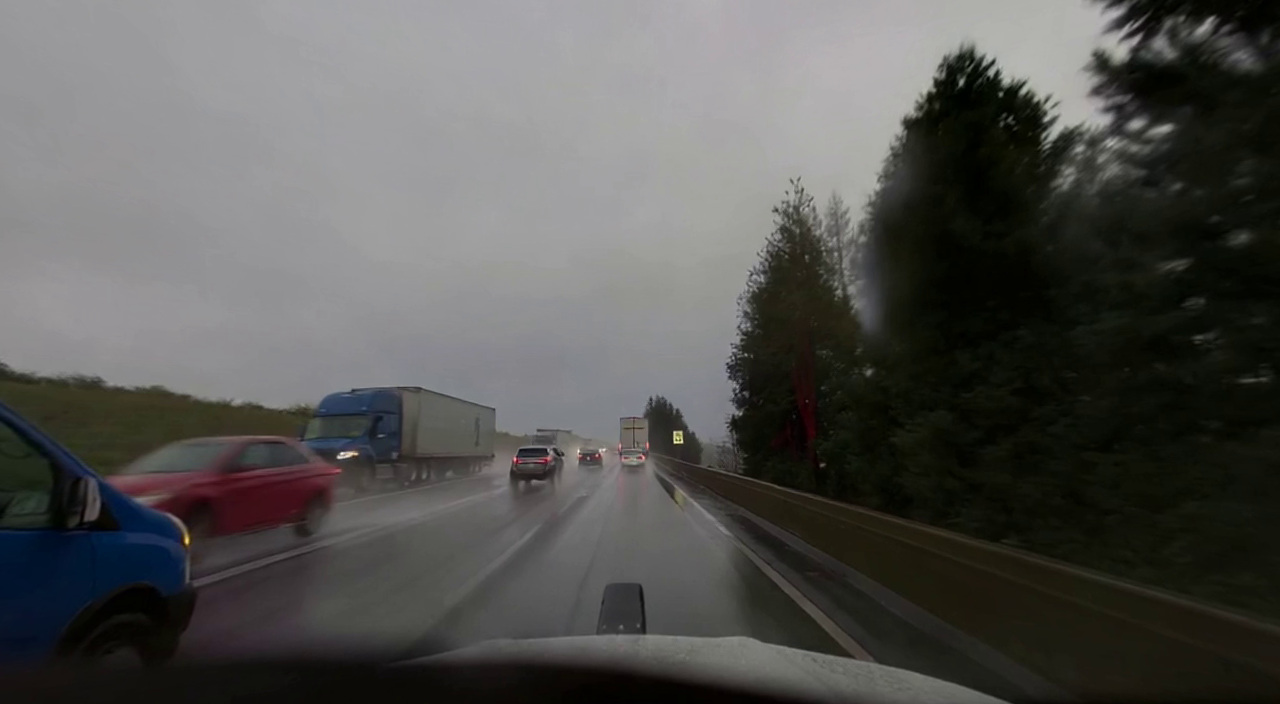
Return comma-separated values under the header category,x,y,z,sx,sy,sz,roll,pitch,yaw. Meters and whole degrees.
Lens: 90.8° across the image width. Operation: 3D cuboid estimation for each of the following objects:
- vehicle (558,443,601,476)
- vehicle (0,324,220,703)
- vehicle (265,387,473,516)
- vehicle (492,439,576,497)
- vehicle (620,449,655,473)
category,x,y,z,sx,sy,sz,roll,pitch,yaw
vehicle,-3.234,5.832,34.324,1.994,1.663,4.047,0,-9,-1
vehicle,-3.127,0.563,0.727,2.117,1.688,4.582,0,-9,0
vehicle,-6.519,2.557,16.429,2.655,2.692,6.168,0,-9,0
vehicle,-3.188,3.572,19.837,1.937,1.600,4.141,0,-9,0
vehicle,-0.192,6.761,39.207,2.095,1.393,3.908,0,-9,-1
